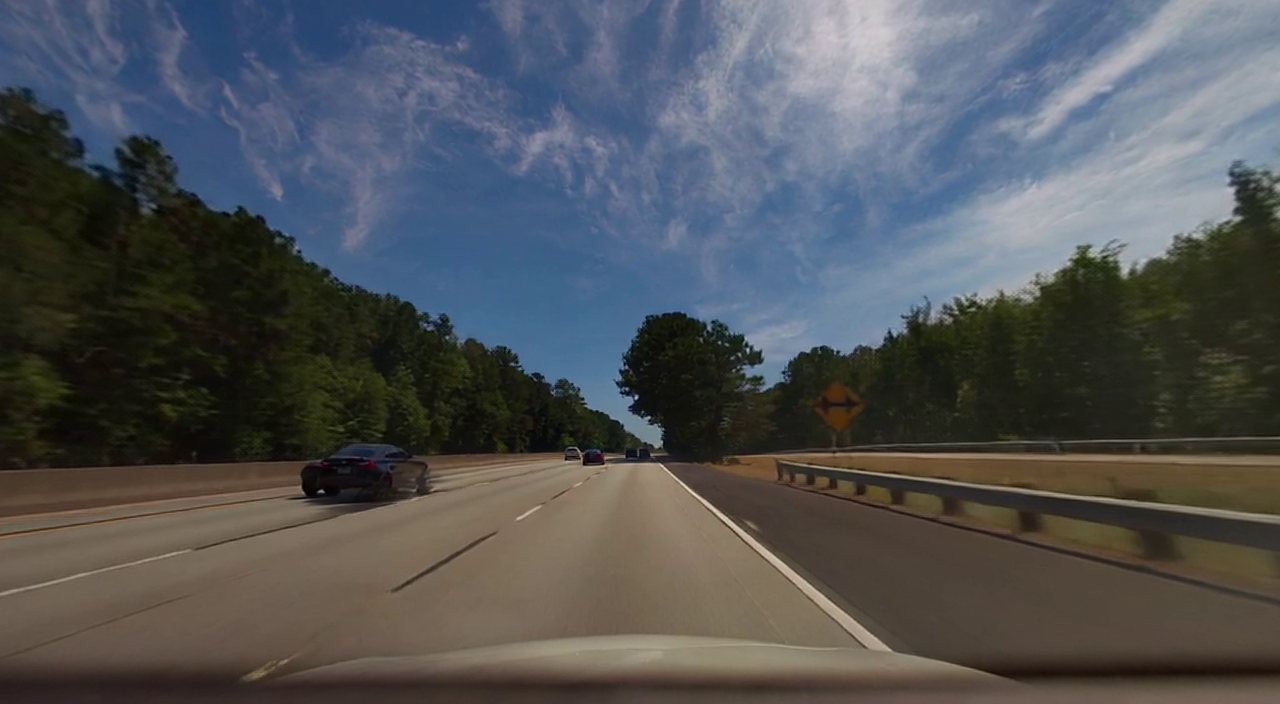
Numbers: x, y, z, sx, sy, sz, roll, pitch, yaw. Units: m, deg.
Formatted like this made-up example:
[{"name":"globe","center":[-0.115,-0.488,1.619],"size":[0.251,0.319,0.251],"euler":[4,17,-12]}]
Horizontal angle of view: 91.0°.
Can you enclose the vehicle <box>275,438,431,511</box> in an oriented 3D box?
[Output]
[{"name":"vehicle","center":[-7.156,3.084,16.271],"size":[2.007,1.616,4.141],"euler":[0,-9,1]}]

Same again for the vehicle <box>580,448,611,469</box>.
[{"name":"vehicle","center":[-3.441,8.334,49.584],"size":[2.104,1.558,4.639],"euler":[0,-9,0]}]
